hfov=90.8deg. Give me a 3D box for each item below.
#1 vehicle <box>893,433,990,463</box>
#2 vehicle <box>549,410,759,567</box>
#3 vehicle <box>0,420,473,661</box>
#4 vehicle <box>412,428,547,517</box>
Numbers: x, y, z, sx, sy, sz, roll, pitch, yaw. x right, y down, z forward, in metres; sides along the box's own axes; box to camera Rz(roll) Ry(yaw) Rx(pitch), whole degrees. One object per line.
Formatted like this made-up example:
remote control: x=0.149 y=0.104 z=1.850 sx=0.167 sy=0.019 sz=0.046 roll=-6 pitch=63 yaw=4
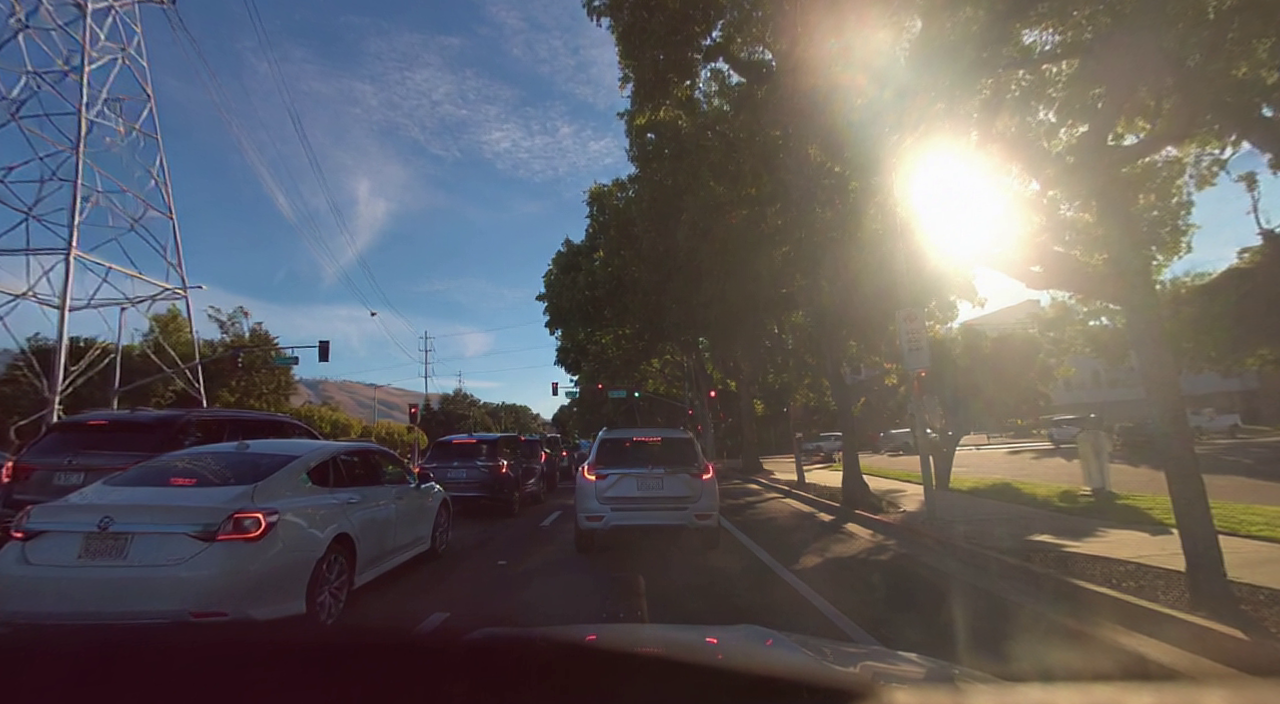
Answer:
vehicle: x=15.086 y=4.800 z=31.708 sx=3.858 sy=1.437 sz=1.899 roll=0 pitch=-8 yaw=-4
vehicle: x=0.079 y=1.771 z=8.949 sx=2.239 sy=1.661 sz=4.224 roll=0 pitch=-8 yaw=-2
vehicle: x=-3.179 y=1.496 z=6.209 sx=1.973 sy=1.469 sz=4.448 roll=0 pitch=-8 yaw=-2
vehicle: x=-3.260 y=2.520 z=13.677 sx=1.997 sy=1.636 sz=3.760 roll=0 pitch=-8 yaw=-1
